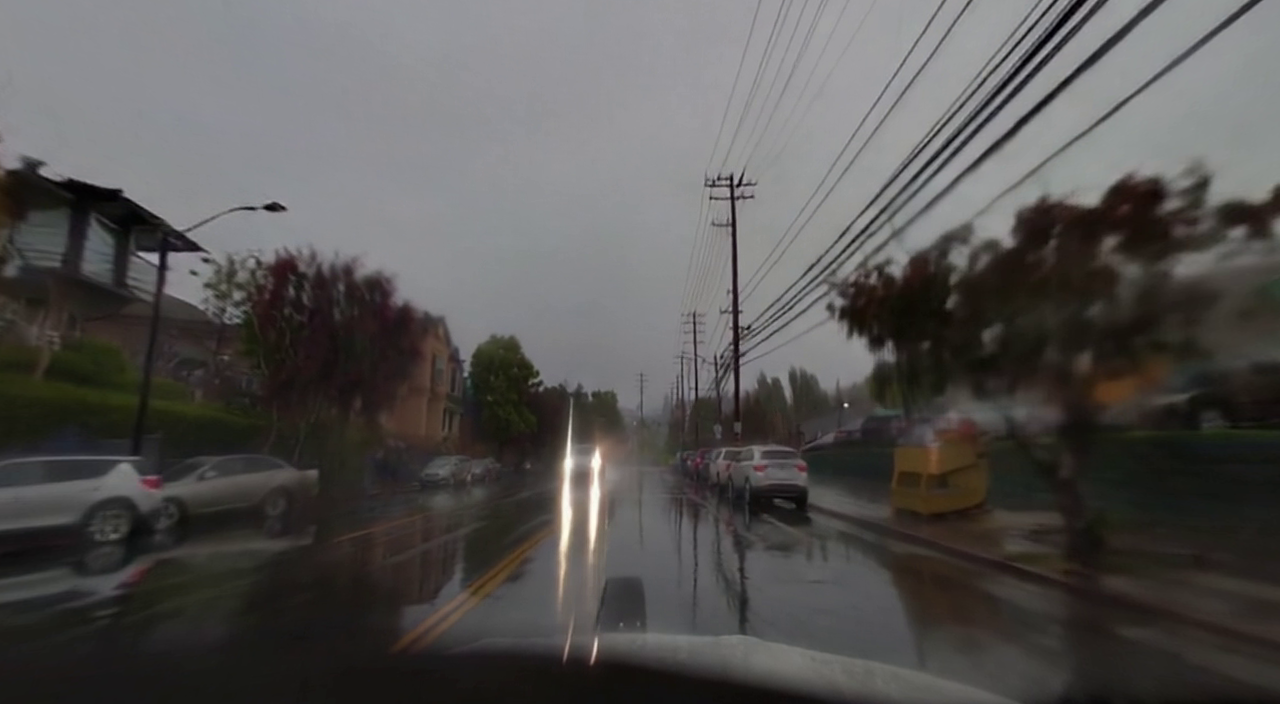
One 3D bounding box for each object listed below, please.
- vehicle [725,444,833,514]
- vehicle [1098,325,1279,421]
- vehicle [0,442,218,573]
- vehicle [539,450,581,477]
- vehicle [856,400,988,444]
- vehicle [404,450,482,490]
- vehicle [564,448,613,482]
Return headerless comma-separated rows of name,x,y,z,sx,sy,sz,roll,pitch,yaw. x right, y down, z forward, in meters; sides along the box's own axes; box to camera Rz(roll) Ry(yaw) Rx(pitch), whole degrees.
vehicle,3.609,3.370,17.322,1.936,1.641,4.434,0,-9,0
vehicle,11.290,0.458,11.969,3.808,1.620,1.749,0,-9,-1
vehicle,-10.178,2.385,10.119,5.093,1.855,2.338,4,-10,-19
vehicle,-5.876,8.340,46.912,2.081,1.760,4.598,-1,-13,6
vehicle,11.475,2.911,25.975,4.400,1.742,2.070,0,-8,0
vehicle,-11.087,6.648,35.991,2.322,2.037,5.030,-1,-9,6
vehicle,-2.774,6.224,35.000,2.103,1.721,4.473,-1,-9,3
